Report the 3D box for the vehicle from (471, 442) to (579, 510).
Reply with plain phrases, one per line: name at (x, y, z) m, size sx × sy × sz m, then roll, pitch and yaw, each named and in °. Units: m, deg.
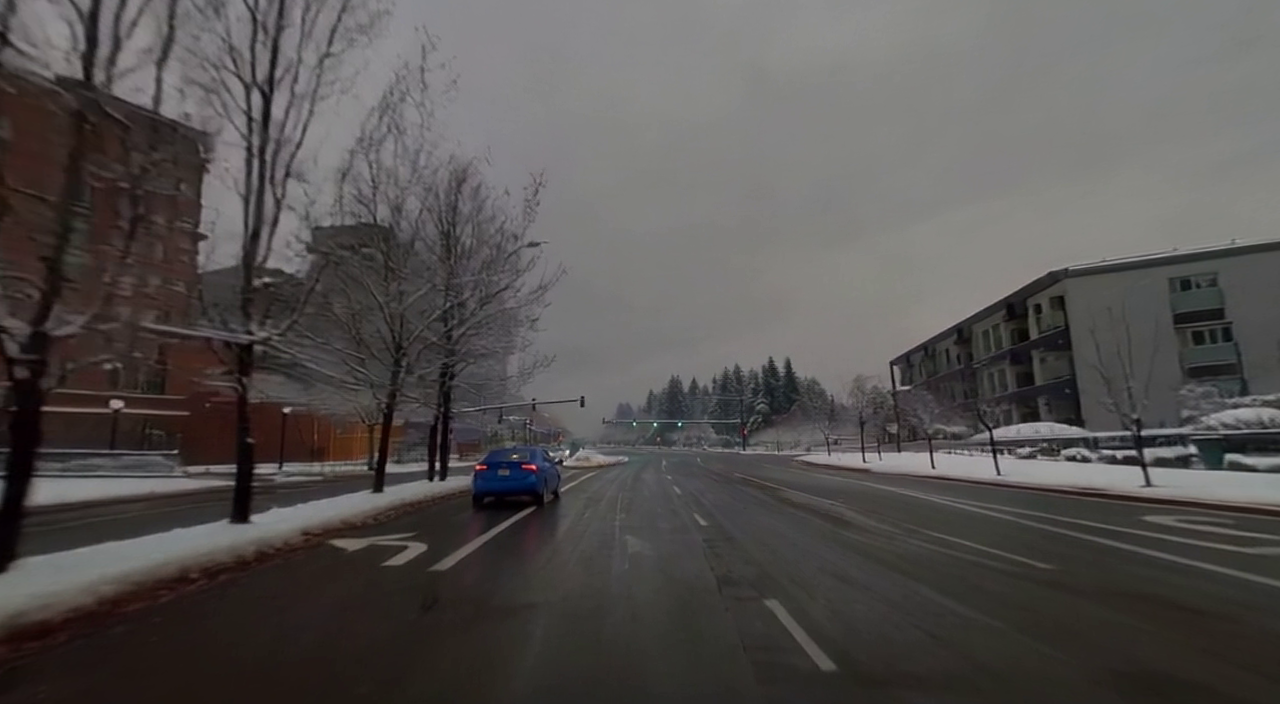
vehicle at (-2.811, 3.134, 16.546) m, size 2.042 × 1.479 × 4.601 m, roll 0°, pitch -9°, yaw -1°
